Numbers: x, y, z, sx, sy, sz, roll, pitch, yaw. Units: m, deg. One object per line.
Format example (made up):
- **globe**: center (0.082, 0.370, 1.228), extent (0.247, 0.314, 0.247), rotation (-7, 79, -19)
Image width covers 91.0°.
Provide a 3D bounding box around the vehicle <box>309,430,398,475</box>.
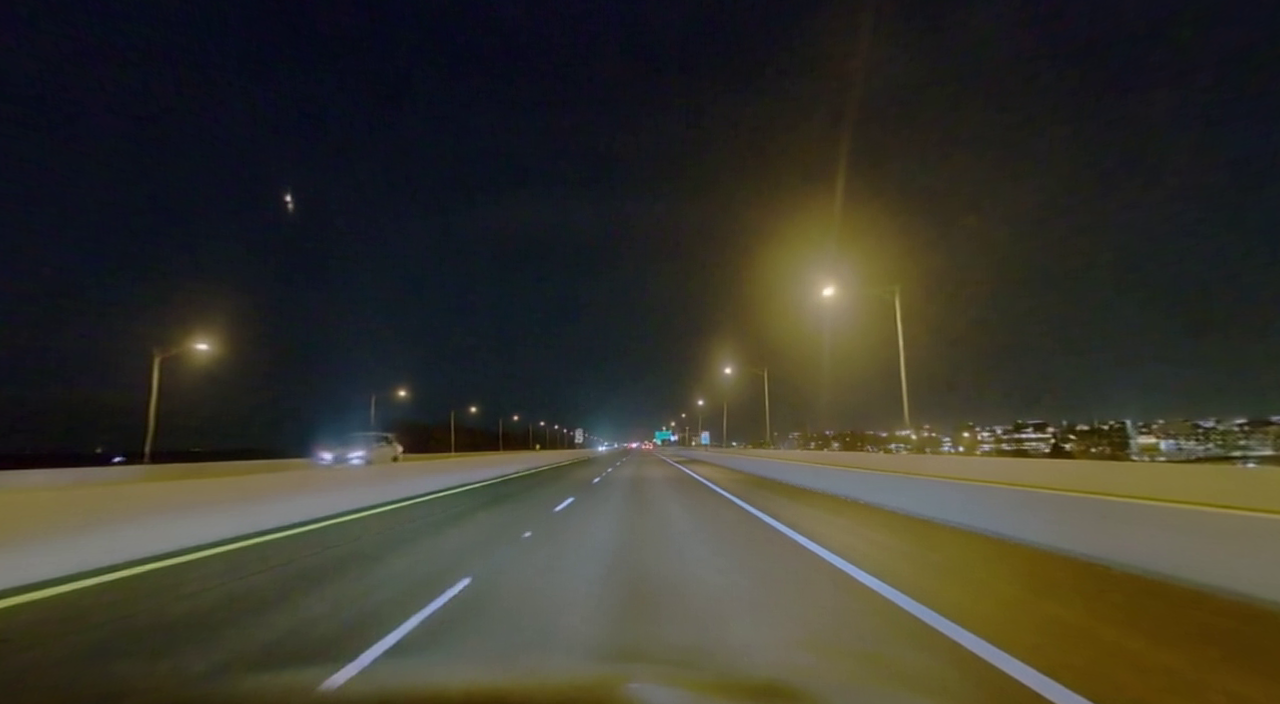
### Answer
- **vehicle**: center (-15.961, 5.602, 35.456), extent (2.415, 2.310, 5.278), rotation (0, -8, 1)
